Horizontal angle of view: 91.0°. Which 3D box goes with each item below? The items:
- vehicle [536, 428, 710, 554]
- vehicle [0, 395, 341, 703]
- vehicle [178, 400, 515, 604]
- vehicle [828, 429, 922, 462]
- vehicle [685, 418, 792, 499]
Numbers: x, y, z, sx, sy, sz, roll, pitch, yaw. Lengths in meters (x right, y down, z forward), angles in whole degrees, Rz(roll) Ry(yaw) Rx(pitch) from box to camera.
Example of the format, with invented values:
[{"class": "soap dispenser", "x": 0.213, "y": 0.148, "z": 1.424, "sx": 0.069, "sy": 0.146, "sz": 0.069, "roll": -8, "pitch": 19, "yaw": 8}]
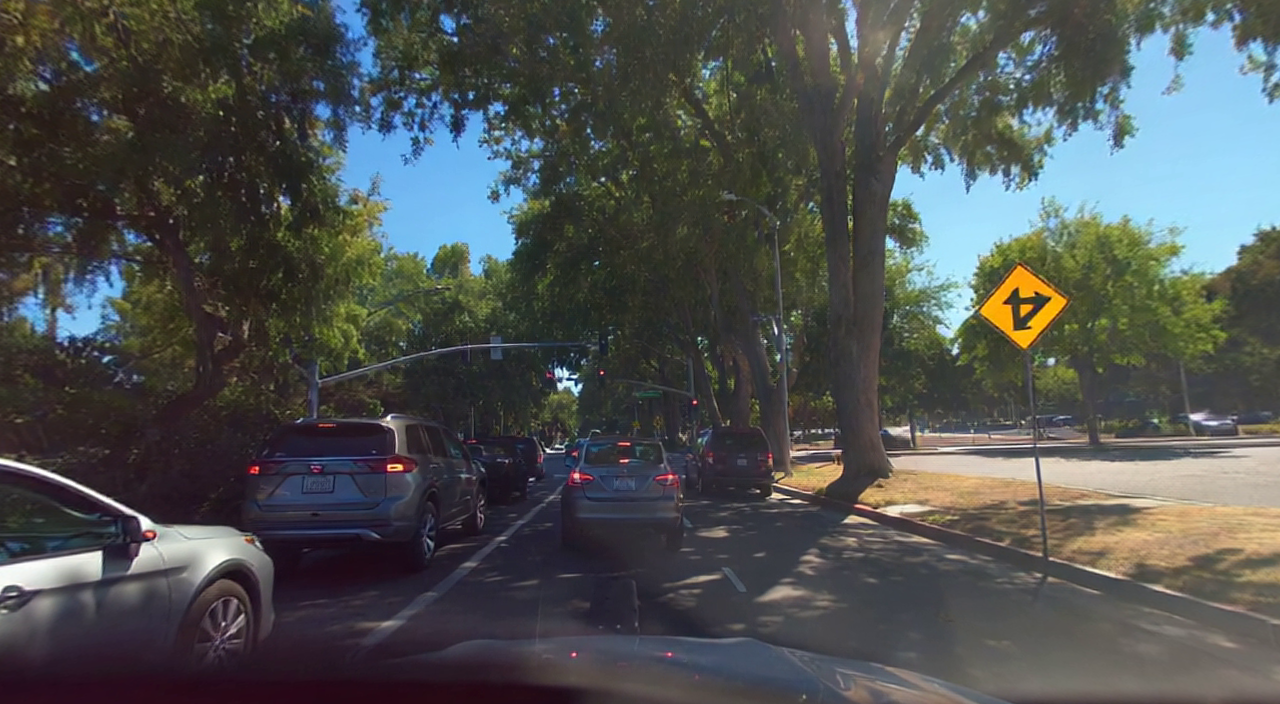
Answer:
[{"class": "vehicle", "x": -0.252, "y": 1.916, "z": 9.352, "sx": 2.025, "sy": 1.453, "sz": 3.848, "roll": 0, "pitch": -8, "yaw": -2}, {"class": "vehicle", "x": -2.925, "y": 0.839, "z": 1.616, "sx": 1.974, "sy": 1.484, "sz": 4.716, "roll": 0, "pitch": -8, "yaw": 0}, {"class": "vehicle", "x": -2.899, "y": 1.574, "z": 7.446, "sx": 1.964, "sy": 1.712, "sz": 4.097, "roll": 0, "pitch": -8, "yaw": 0}, {"class": "vehicle", "x": 11.379, "y": 4.558, "z": 30.694, "sx": 3.883, "sy": 1.534, "sz": 1.779, "roll": 0, "pitch": -8, "yaw": 2}, {"class": "vehicle", "x": 2.446, "y": 2.809, "z": 16.880, "sx": 2.059, "sy": 1.864, "sz": 4.541, "roll": 0, "pitch": -8, "yaw": -1}]
